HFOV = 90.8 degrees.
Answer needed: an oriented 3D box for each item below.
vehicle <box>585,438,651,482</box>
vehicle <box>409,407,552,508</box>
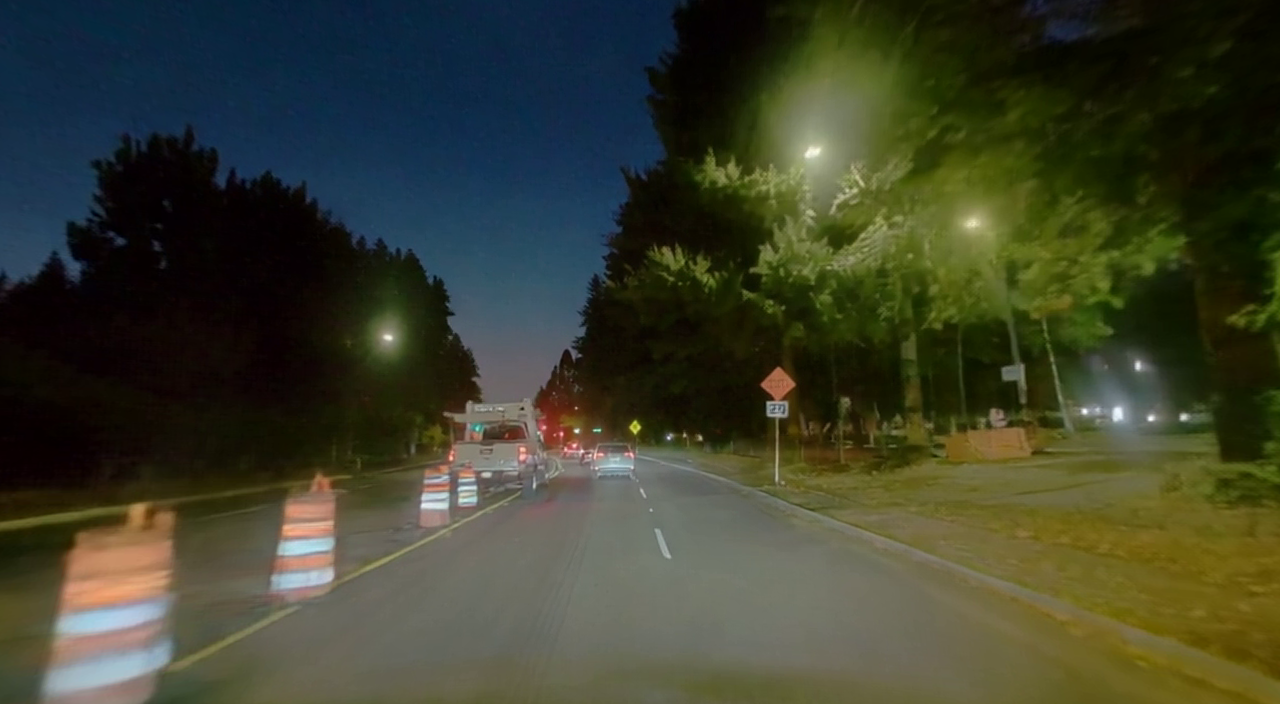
[{"bbox_3d":[-0.863,3.931,23.346,2.186,1.463,4.356,0,-8,-4],"label":"vehicle"},{"bbox_3d":[-3.700,2.618,16.140,2.671,2.053,6.074,1,-8,-6],"label":"vehicle"}]
